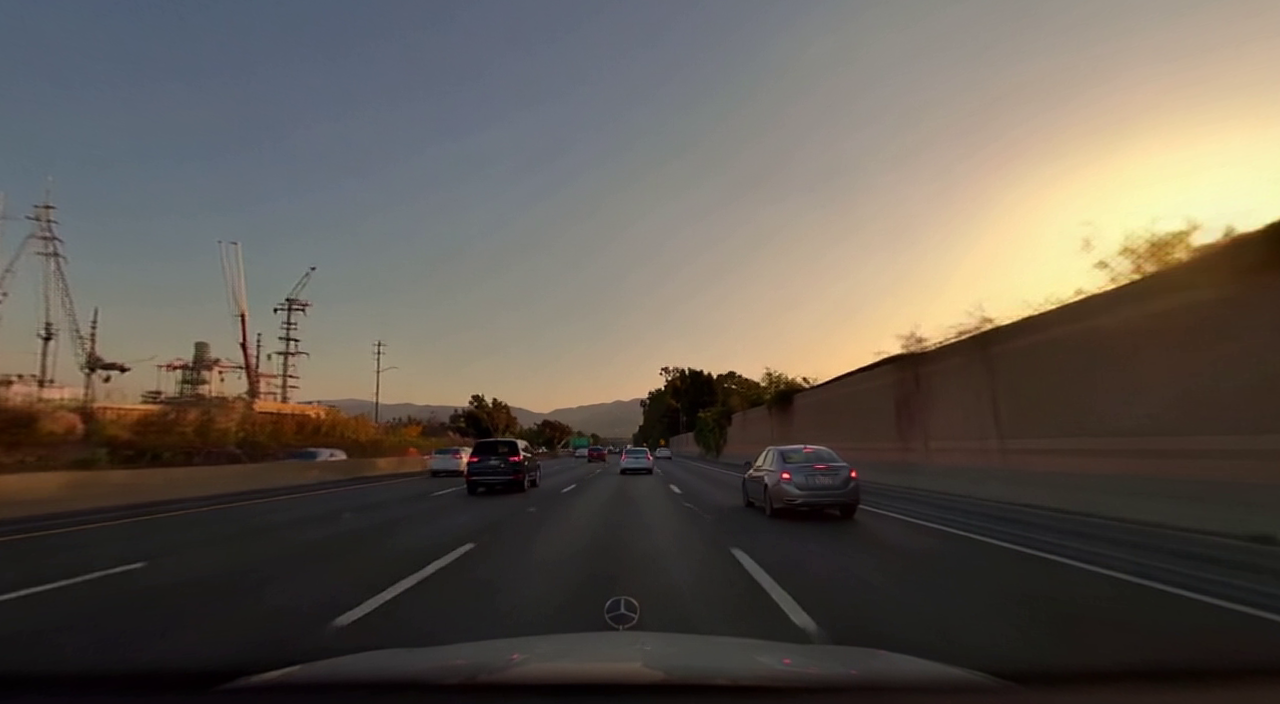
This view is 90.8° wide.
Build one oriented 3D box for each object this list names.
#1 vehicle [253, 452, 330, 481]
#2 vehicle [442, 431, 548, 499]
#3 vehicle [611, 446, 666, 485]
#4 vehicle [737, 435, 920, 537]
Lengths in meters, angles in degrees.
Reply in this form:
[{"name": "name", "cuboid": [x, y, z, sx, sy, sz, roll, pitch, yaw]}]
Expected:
[{"name": "vehicle", "cuboid": [-19.635, 6.438, 35.829, 1.800, 1.474, 4.377, 0, -9, 1]}, {"name": "vehicle", "cuboid": [-4.156, 3.321, 18.905, 2.121, 1.775, 4.335, 0, -9, 0]}, {"name": "vehicle", "cuboid": [-0.088, 4.572, 25.751, 2.045, 1.452, 4.040, 0, -9, -1]}, {"name": "vehicle", "cuboid": [3.186, 2.359, 11.820, 1.917, 1.507, 4.540, 0, -9, -2]}]
